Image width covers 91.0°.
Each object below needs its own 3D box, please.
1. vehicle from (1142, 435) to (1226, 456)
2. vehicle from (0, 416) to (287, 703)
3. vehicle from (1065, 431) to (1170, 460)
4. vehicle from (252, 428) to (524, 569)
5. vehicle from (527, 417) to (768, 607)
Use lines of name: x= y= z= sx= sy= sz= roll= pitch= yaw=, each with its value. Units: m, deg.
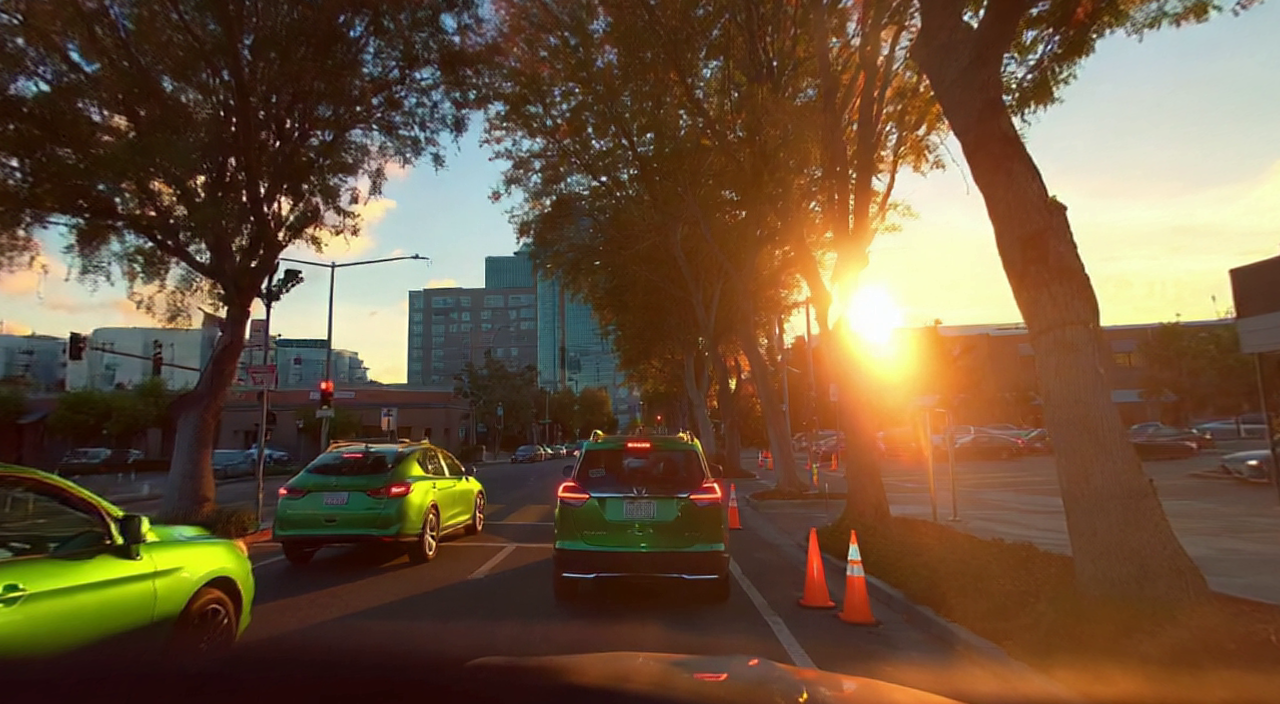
vehicle: x=40.730 y=7.043 z=47.202 sx=4.581 sy=1.480 sz=1.752 roll=1 pitch=-9 yaw=0
vehicle: x=-3.596 y=0.946 z=2.146 sx=1.964 sy=1.497 sz=4.722 roll=0 pitch=-9 yaw=1
vehicle: x=30.904 y=6.090 z=40.901 sx=5.043 sy=1.759 sz=2.085 roll=0 pitch=-9 yaw=2
vehicle: x=-3.274 y=1.999 z=9.439 sx=1.989 sy=1.541 sz=4.626 roll=0 pitch=-9 yaw=2
vehicle: x=0.107 y=1.625 z=7.205 sx=2.021 sy=1.560 sz=3.676 roll=0 pitch=-9 yaw=1
